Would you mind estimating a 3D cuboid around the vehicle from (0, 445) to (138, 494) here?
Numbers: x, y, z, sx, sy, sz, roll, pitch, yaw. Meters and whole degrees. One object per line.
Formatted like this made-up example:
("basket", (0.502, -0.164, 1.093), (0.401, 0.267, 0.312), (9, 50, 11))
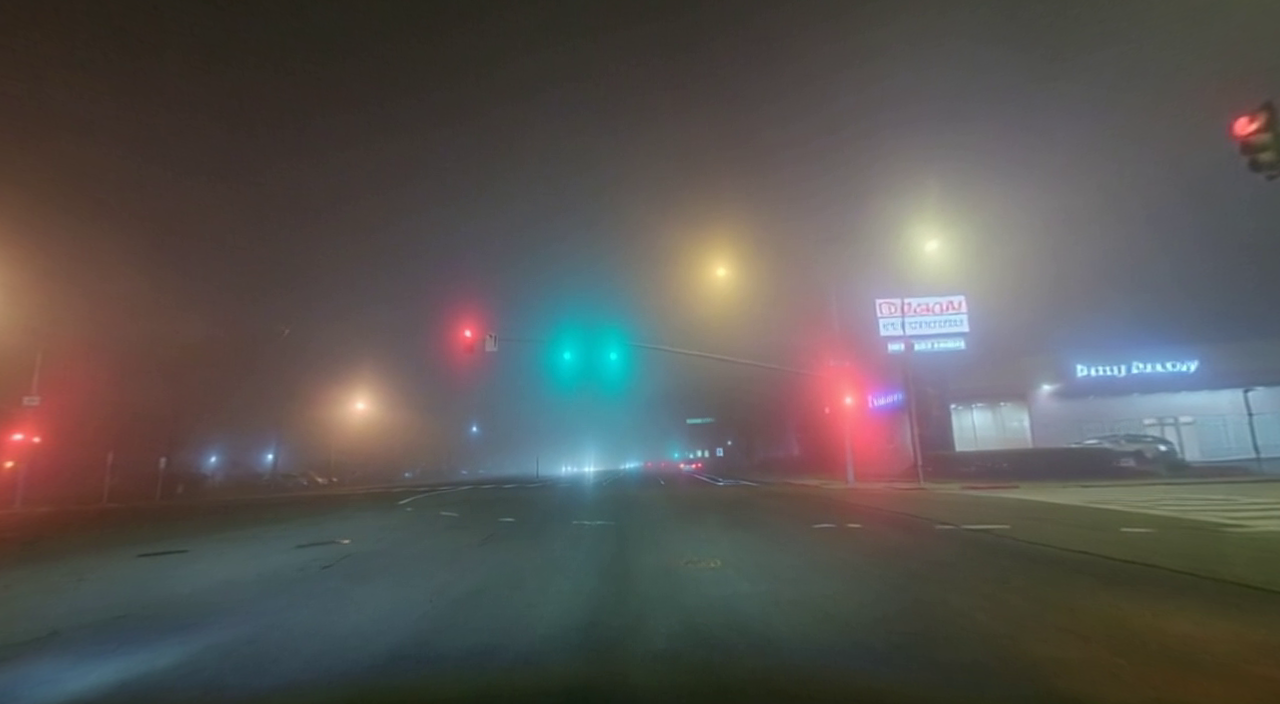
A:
("vehicle", (-40.944, 8.383, 45.378), (7.220, 3.287, 2.764), (0, -8, 0))
